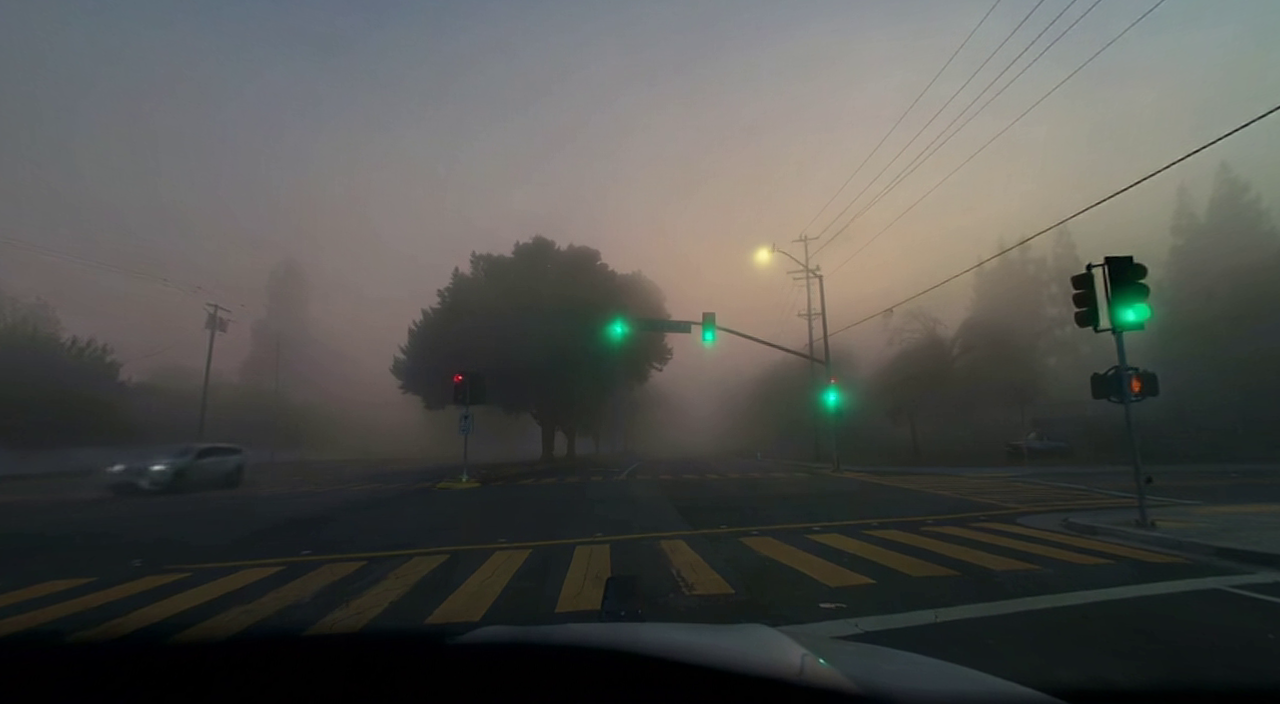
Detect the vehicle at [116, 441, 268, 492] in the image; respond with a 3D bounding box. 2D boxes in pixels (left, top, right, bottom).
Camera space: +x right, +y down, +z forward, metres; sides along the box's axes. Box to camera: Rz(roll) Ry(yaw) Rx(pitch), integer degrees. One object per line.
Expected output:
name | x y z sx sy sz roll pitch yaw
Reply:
vehicle | -15.073 3.833 21.608 1.893 1.547 4.283 -1 -8 3
